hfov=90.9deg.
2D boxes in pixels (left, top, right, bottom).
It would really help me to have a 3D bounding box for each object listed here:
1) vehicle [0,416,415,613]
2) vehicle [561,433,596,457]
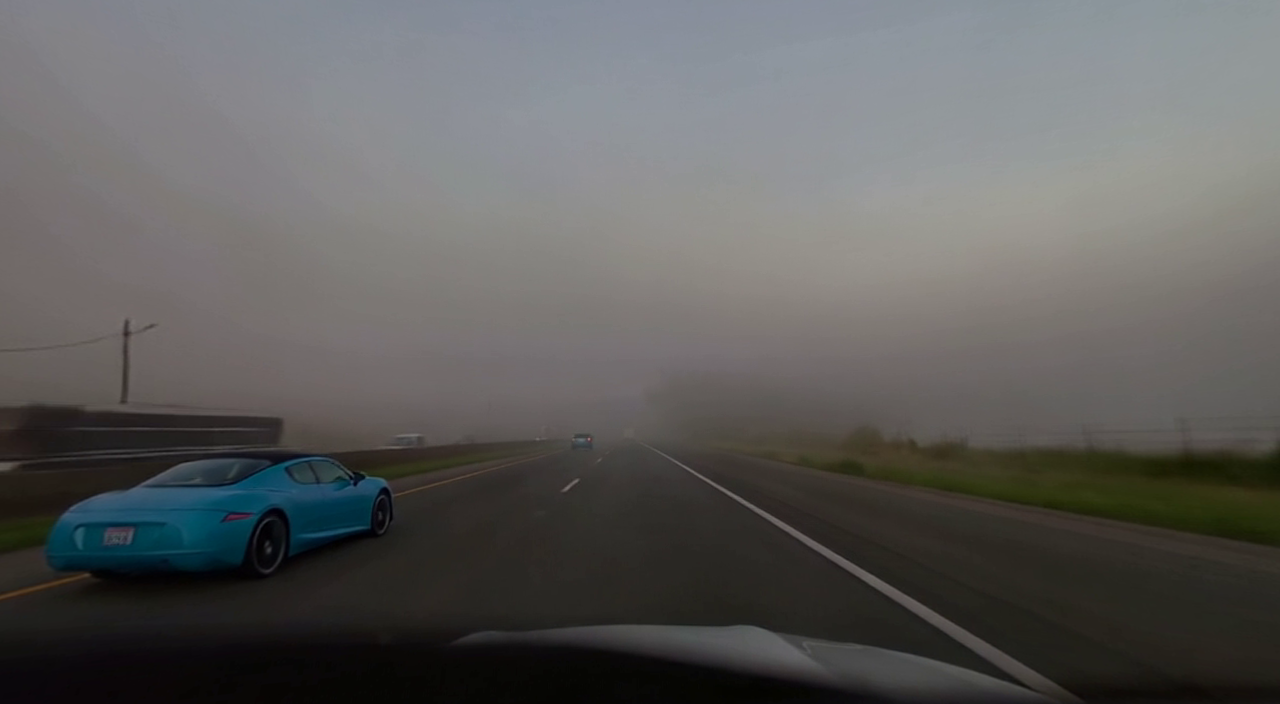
[{"bbox_3d":[-4.126,1.464,6.716,1.969,1.413,4.194,0,-8,-1],"label":"vehicle"},{"bbox_3d":[-3.925,5.975,40.785,2.024,1.456,3.754,0,-8,-1],"label":"vehicle"}]
